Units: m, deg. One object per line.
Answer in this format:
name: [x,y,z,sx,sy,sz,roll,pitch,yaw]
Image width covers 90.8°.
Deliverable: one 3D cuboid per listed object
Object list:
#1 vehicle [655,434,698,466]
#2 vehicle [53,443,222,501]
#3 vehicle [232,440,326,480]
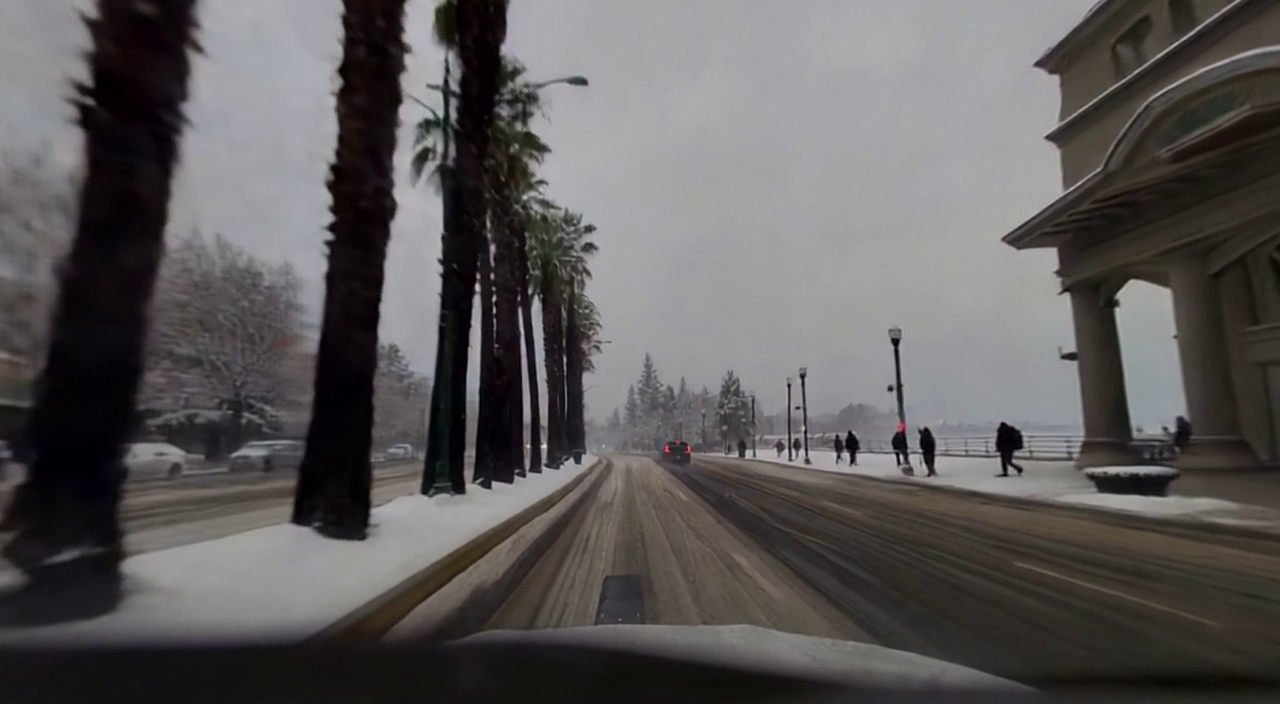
vehicle: [2.358,6.603,42.617,2.284,2.010,6.670,0,-9,-2]
vehicle: [-18.119,4.308,23.233,2.049,1.878,5.125,0,-9,-2]
vehicle: [-18.460,5.523,32.604,2.136,1.890,4.670,0,-9,-1]
